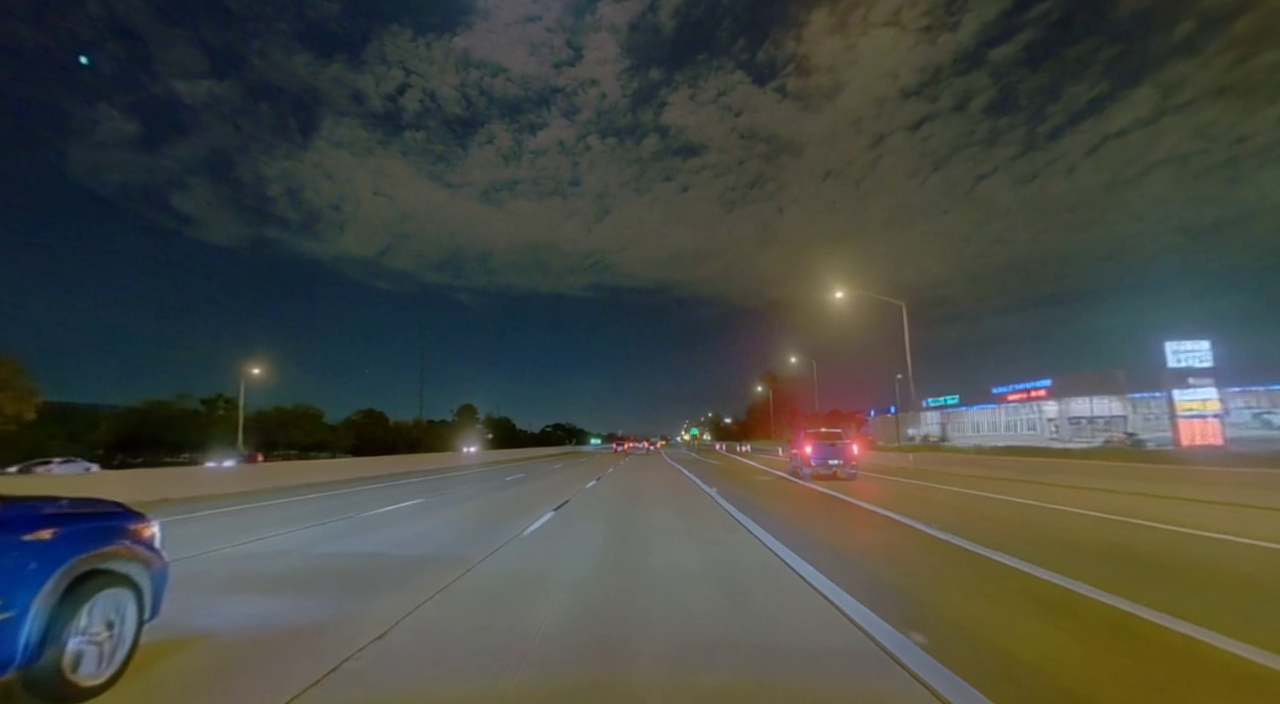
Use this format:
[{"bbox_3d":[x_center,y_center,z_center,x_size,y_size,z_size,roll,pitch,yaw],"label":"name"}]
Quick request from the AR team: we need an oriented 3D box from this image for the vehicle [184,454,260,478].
[{"bbox_3d":[-28.409,7.722,43.046,1.855,1.469,4.736,0,-8,1],"label":"vehicle"}]

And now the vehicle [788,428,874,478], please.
[{"bbox_3d":[7.679,4.118,26.017,2.186,1.840,5.289,-1,-8,4],"label":"vehicle"}]

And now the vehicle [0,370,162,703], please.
[{"bbox_3d":[-3.615,0.685,1.145,2.001,1.619,4.445,0,-8,0],"label":"vehicle"}]
